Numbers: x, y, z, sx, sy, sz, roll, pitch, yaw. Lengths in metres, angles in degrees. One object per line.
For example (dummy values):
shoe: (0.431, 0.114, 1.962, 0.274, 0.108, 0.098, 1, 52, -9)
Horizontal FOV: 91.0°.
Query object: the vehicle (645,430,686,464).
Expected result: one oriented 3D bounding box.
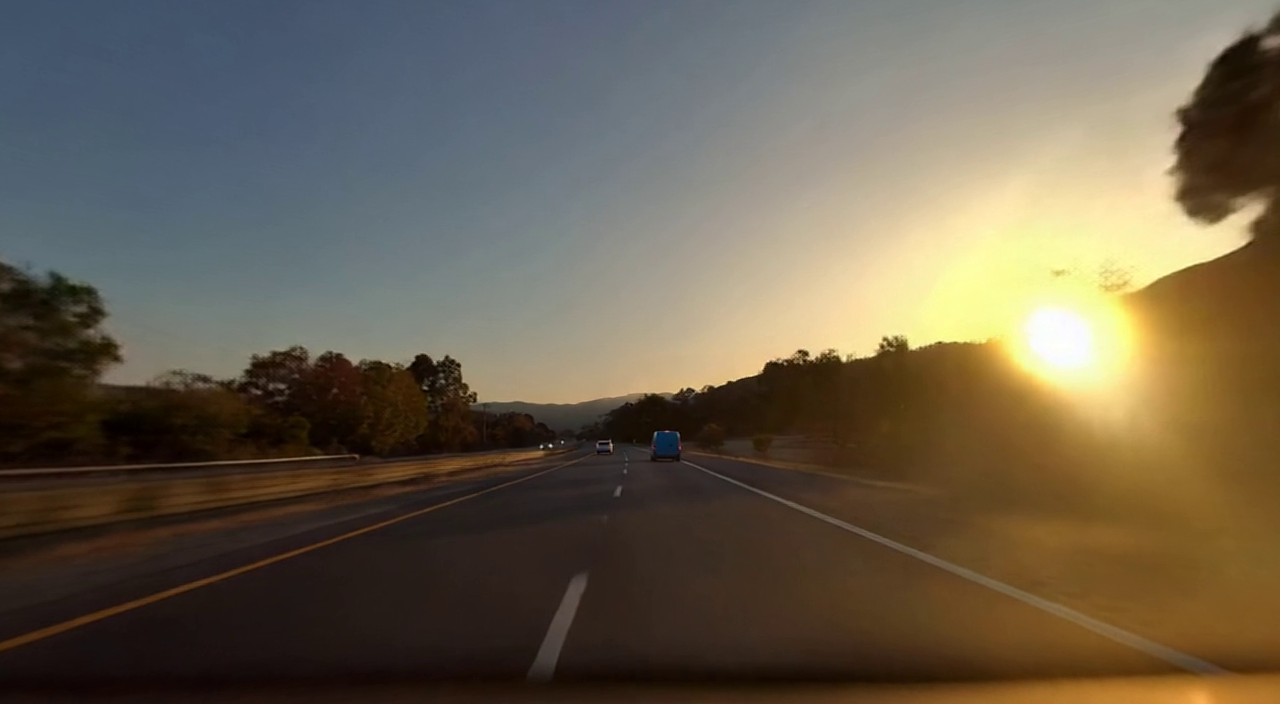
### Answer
vehicle: (1.592, 6.119, 40.753, 2.269, 2.048, 4.679, 0, -8, -2)
